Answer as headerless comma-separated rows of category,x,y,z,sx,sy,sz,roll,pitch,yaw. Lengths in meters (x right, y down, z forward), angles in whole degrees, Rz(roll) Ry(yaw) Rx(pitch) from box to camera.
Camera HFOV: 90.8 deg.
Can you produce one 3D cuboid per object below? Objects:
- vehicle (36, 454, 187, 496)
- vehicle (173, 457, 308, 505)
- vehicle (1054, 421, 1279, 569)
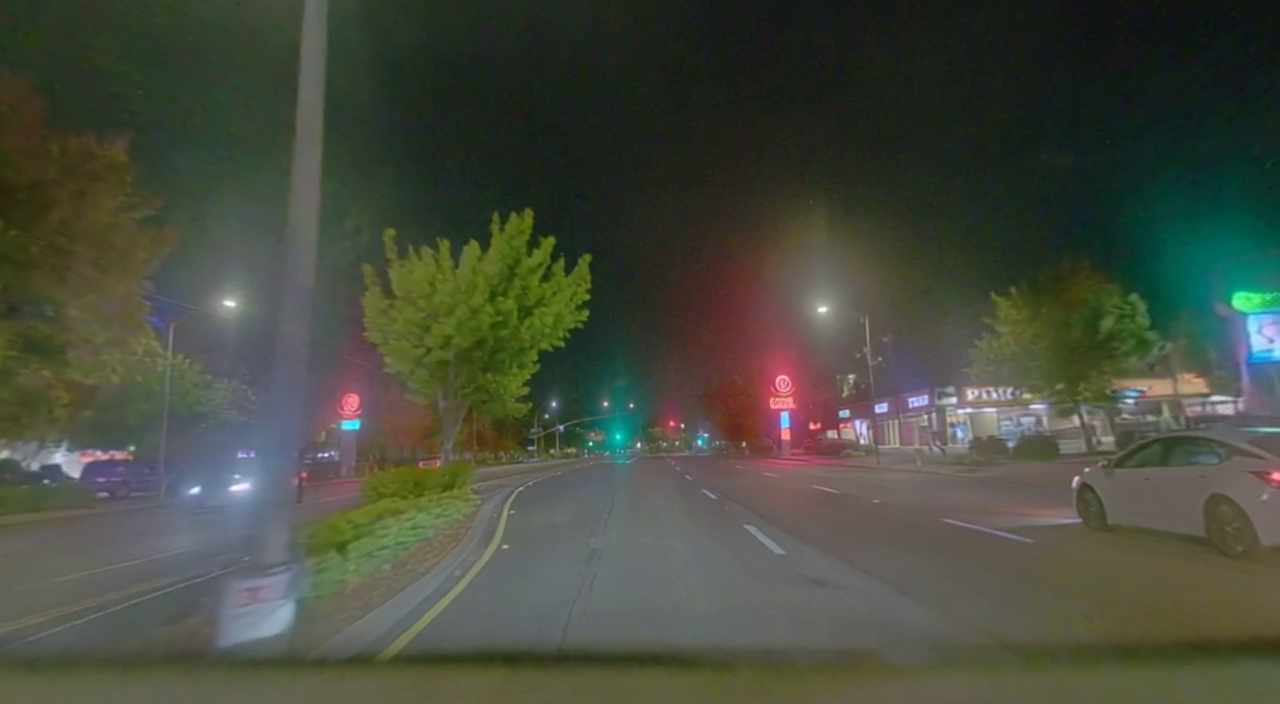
vehicle,-27.333,6.367,33.029,5.702,1.985,2.175,7,-12,-34
vehicle,-14.668,4.734,23.581,2.001,1.485,4.469,-1,-8,2
vehicle,7.370,1.605,7.553,1.936,1.460,4.258,-1,-8,0
